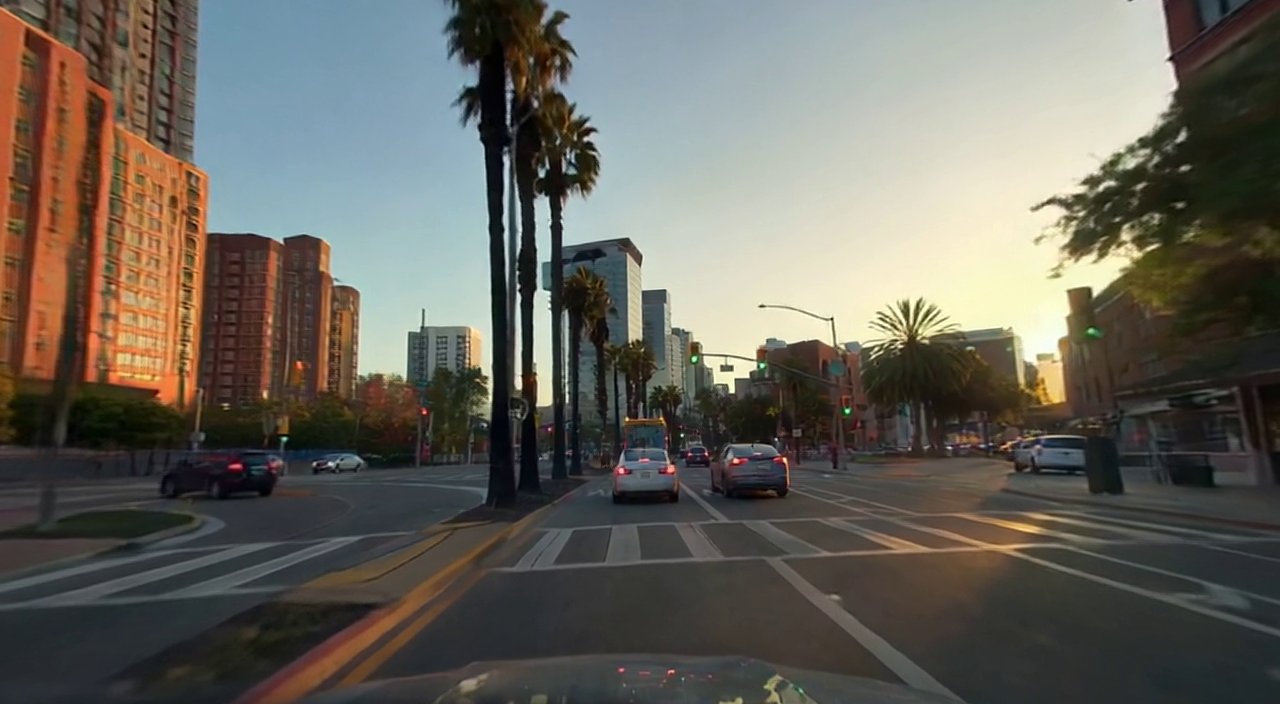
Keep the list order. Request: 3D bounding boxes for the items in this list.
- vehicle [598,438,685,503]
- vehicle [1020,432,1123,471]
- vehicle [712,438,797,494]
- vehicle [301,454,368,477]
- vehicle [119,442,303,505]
[{"bbox_3d":[0.055,3.054,16.684,2.048,1.503,3.681,0,-9,1],"label":"vehicle"},{"bbox_3d":[20.337,4.727,30.089,1.959,1.674,4.706,-1,-9,6],"label":"vehicle"},{"bbox_3d":[3.348,3.413,19.232,1.909,1.500,3.524,0,-9,0],"label":"vehicle"},{"bbox_3d":[-22.302,8.281,46.321,1.809,1.472,4.601,-2,-9,13],"label":"vehicle"},{"bbox_3d":[-11.602,3.218,17.085,4.435,1.501,1.977,-4,-9,24],"label":"vehicle"}]
